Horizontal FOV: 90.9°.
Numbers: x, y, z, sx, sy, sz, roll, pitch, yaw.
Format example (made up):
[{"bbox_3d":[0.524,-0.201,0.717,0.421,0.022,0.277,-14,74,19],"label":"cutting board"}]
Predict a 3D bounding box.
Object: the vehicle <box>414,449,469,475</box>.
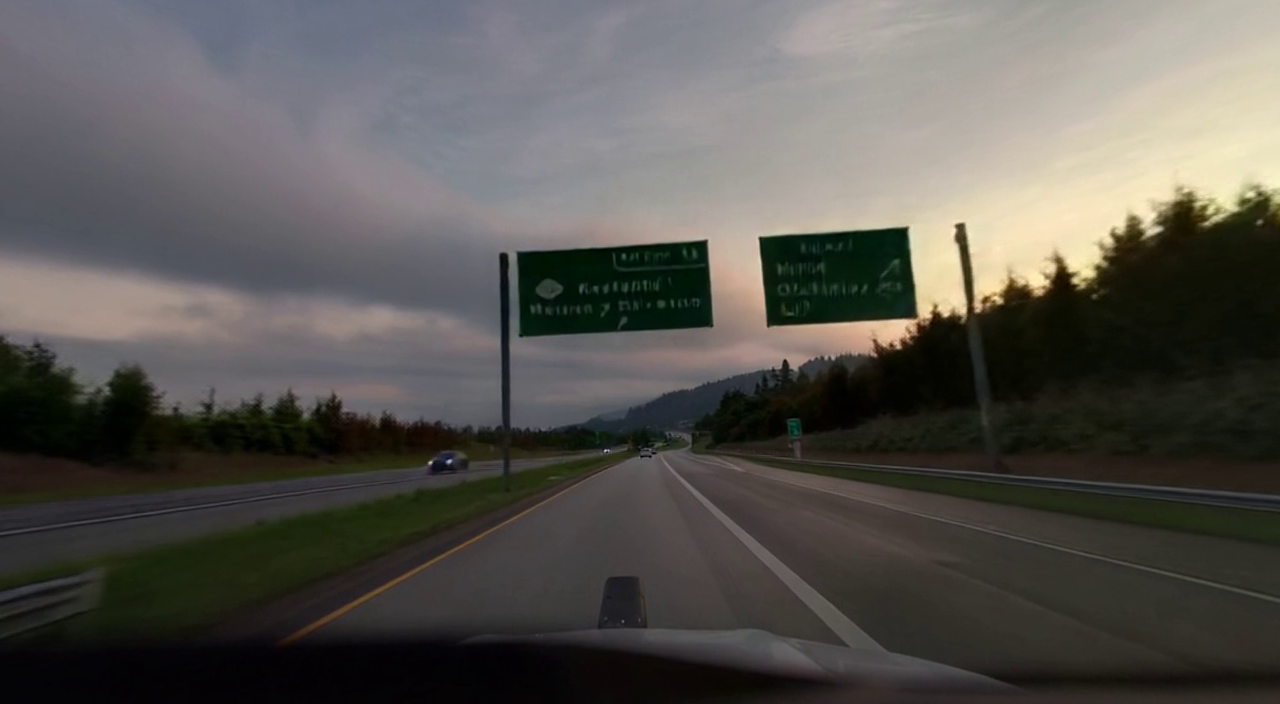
[{"bbox_3d":[-12.283,6.808,39.223,1.951,1.457,4.151,0,-9,2],"label":"vehicle"}]
